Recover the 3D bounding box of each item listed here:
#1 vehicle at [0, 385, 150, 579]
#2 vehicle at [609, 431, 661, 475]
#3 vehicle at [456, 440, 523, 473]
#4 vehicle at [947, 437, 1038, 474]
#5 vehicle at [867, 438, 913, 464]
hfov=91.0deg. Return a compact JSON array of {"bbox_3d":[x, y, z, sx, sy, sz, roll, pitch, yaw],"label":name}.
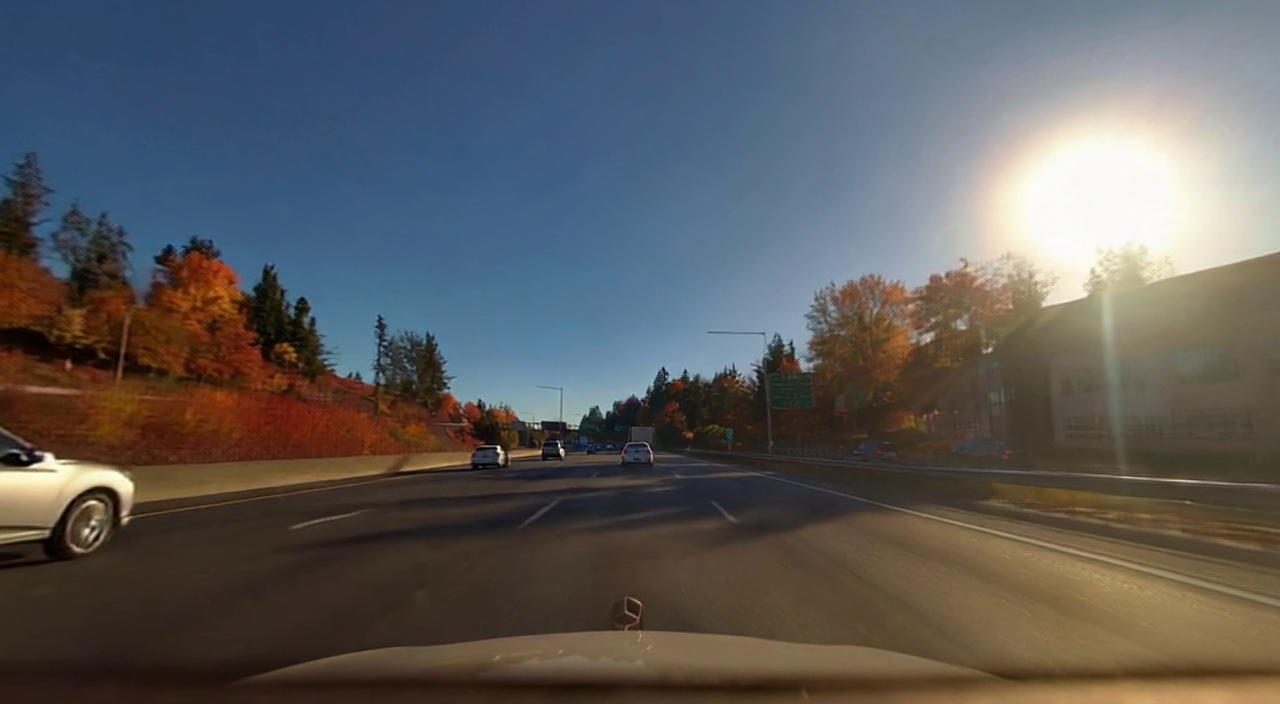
[{"bbox_3d":[-7.172,1.119,5.228,2.146,1.834,4.999,0,-9,0],"label":"vehicle"},{"bbox_3d":[-0.220,4.742,29.765,2.245,1.863,4.801,0,-9,0],"label":"vehicle"},{"bbox_3d":[-7.323,5.130,31.105,2.074,1.495,4.643,0,-9,1],"label":"vehicle"},{"bbox_3d":[17.328,5.099,31.291,2.019,1.657,4.582,0,-9,3],"label":"vehicle"},{"bbox_3d":[18.973,7.516,48.029,2.242,1.835,4.667,-1,-9,8],"label":"vehicle"}]
